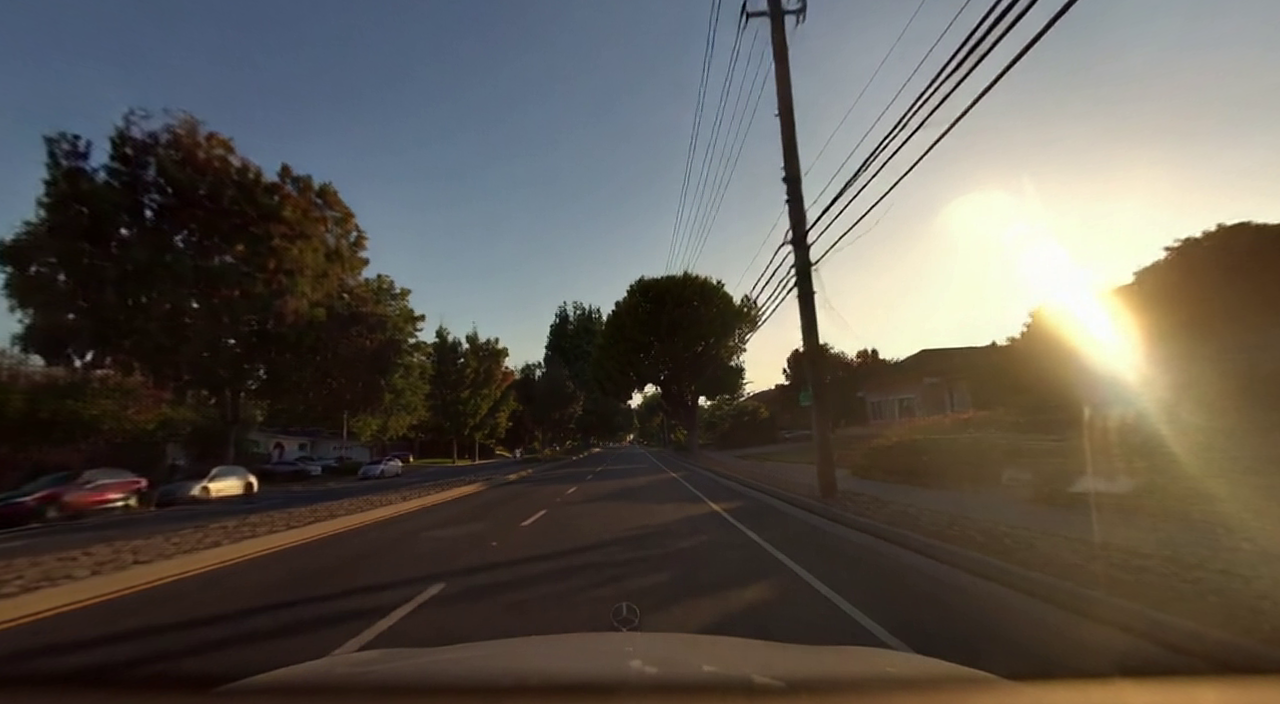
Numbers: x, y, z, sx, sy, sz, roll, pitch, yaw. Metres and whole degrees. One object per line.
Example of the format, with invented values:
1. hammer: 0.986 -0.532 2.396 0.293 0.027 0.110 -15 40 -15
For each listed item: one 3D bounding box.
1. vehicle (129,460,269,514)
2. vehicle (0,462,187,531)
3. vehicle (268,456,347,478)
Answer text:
1. vehicle: -16.007 4.852 23.225 2.018 1.449 4.384 -7 -9 0
2. vehicle: -15.863 4.131 18.439 2.031 1.482 4.476 -6 -9 0
3. vehicle: -22.651 7.824 43.152 4.243 1.455 2.005 0 -9 1
